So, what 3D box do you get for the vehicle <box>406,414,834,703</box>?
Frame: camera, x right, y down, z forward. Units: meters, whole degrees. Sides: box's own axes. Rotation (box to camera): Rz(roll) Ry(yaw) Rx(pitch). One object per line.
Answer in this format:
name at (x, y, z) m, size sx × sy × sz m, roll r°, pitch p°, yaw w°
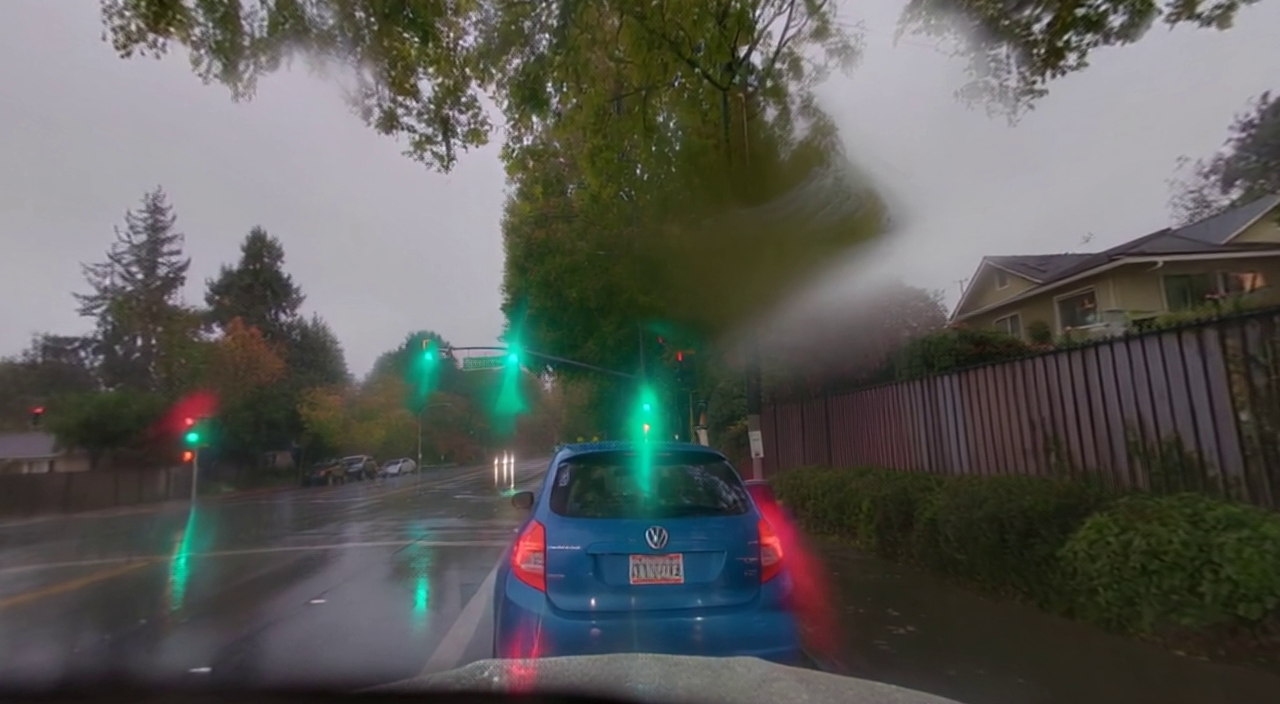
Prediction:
vehicle at (-0.261, 1.327, 4.888) m, size 2.024 × 1.502 × 3.702 m, roll 1°, pitch -9°, yaw -6°
